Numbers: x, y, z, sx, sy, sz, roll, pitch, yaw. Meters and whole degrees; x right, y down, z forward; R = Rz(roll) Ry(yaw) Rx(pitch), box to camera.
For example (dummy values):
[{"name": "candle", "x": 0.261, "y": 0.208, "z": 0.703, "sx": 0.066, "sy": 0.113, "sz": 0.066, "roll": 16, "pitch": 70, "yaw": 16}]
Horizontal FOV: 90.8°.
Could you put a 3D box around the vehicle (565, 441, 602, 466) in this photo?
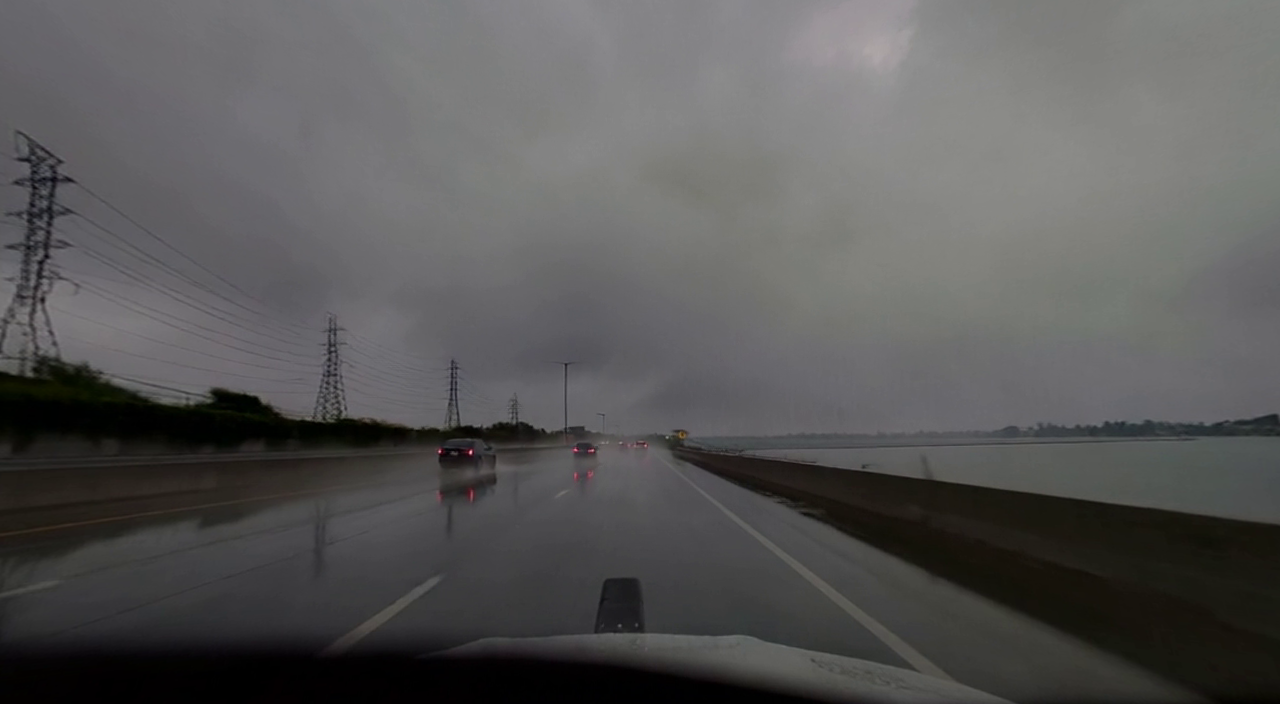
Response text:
[{"name": "vehicle", "x": -3.545, "y": 6.496, "z": 40.435, "sx": 1.957, "sy": 1.494, "sz": 4.207, "roll": 0, "pitch": -8, "yaw": 1}]

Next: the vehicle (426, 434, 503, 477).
[{"name": "vehicle", "x": -7.531, "y": 4.473, "z": 27.535, "sx": 2.050, "sy": 1.717, "sz": 4.418, "roll": 0, "pitch": -8, "yaw": 0}]
